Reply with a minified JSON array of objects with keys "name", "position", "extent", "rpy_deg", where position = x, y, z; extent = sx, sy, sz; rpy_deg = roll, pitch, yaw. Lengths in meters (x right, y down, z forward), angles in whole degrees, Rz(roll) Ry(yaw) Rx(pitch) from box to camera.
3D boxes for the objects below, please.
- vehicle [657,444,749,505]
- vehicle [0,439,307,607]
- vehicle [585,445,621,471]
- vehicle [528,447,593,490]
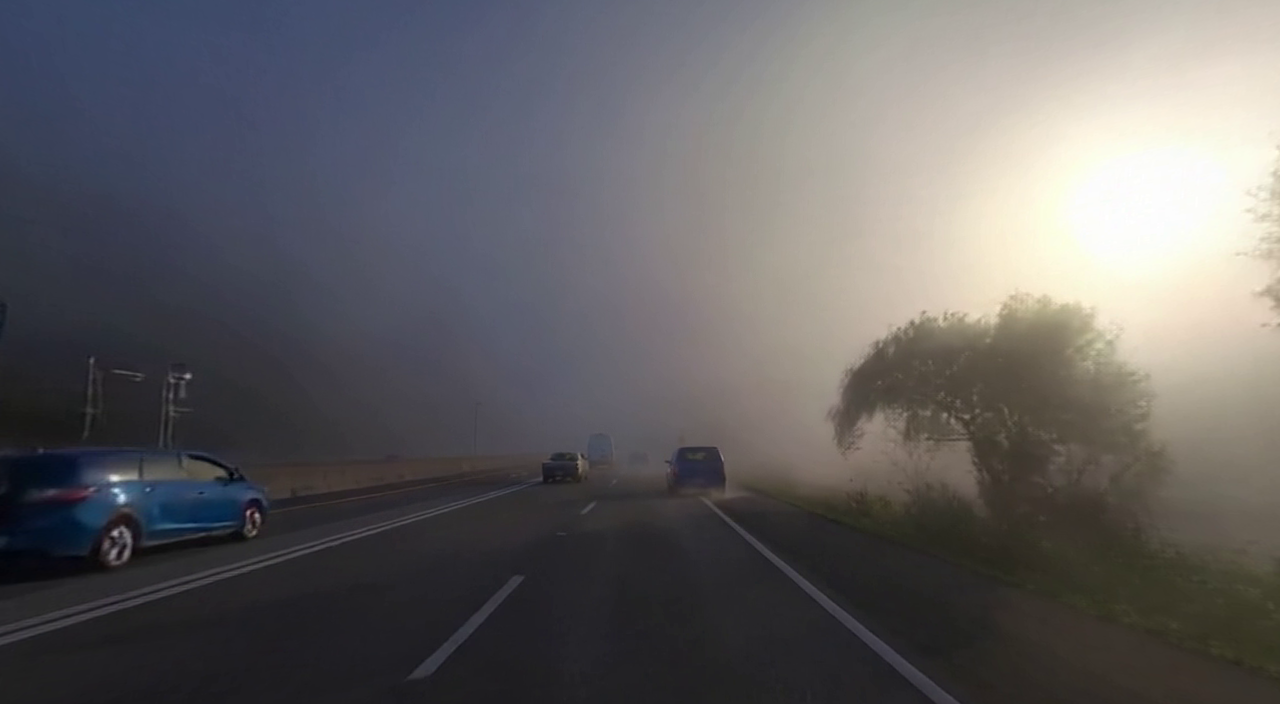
[{"name":"vehicle","position":[1.627,3.379,17.931],"extent":[2.050,1.491,4.362],"rpy_deg":[0,-8,-2]},{"name":"vehicle","position":[-6.633,1.920,8.170],"extent":[2.012,1.504,4.729],"rpy_deg":[0,-8,1]},{"name":"vehicle","position":[-2.463,7.123,42.675],"extent":[2.270,1.660,4.101],"rpy_deg":[0,-8,-1]},{"name":"vehicle","position":[-3.004,4.501,24.688],"extent":[1.990,1.501,4.250],"rpy_deg":[0,-8,0]}]
